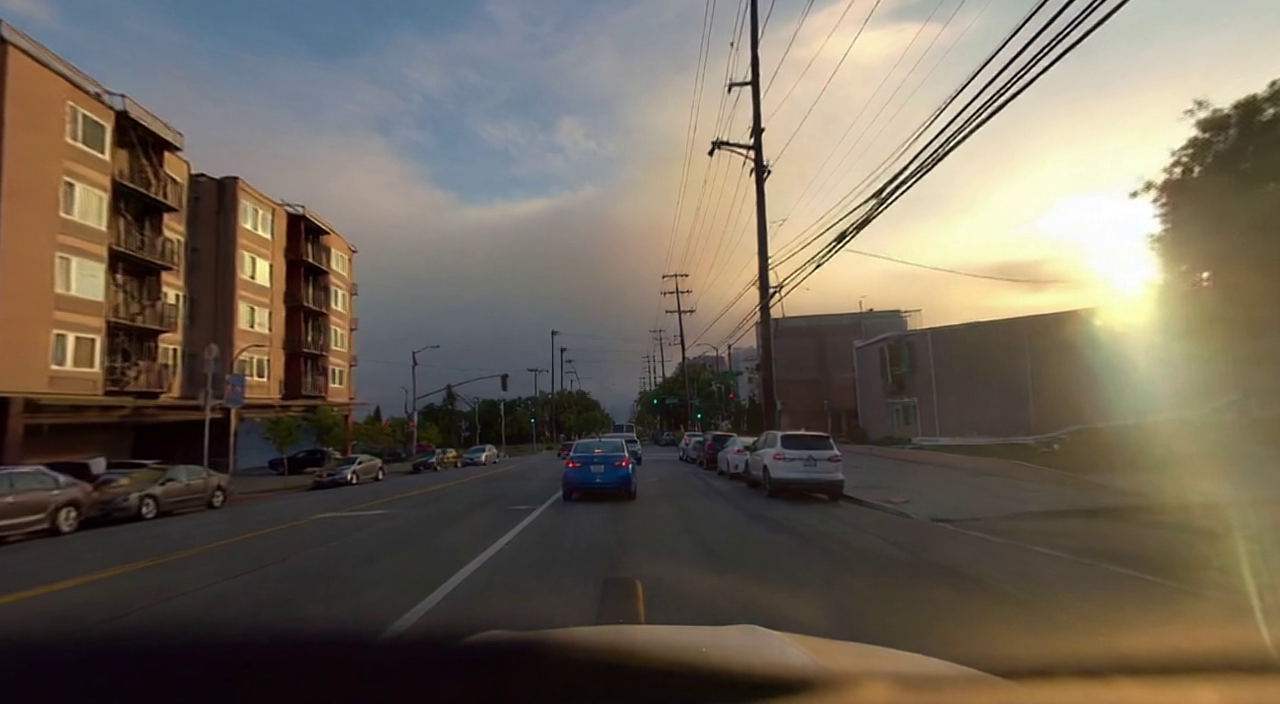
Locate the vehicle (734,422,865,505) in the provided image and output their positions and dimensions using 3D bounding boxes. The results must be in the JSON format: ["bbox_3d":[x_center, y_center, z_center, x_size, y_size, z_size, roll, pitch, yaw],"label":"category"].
[{"bbox_3d":[3.658,2.646,15.423,1.967,1.721,4.410,0,-8,-1],"label":"vehicle"}]

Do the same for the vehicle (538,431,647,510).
[{"bbox_3d":[-0.906,2.563,14.154,2.019,1.453,4.603,0,-8,0],"label":"vehicle"}]

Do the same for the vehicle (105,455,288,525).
[{"bbox_3d":[-12.070,3.724,17.704,1.850,1.487,4.711,-4,-8,-2],"label":"vehicle"}]

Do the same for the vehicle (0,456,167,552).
[{"bbox_3d":[-12.009,2.867,11.863,2.242,1.534,5.414,-4,-8,-2],"label":"vehicle"}]

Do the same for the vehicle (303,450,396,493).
[{"bbox_3d":[-12.138,4.963,26.725,1.868,1.491,4.367,-4,-8,0],"label":"vehicle"}]

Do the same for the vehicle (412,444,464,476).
[{"bbox_3d":[-12.266,6.551,38.634,2.011,1.687,4.079,-3,-8,-2],"label":"vehicle"}]
